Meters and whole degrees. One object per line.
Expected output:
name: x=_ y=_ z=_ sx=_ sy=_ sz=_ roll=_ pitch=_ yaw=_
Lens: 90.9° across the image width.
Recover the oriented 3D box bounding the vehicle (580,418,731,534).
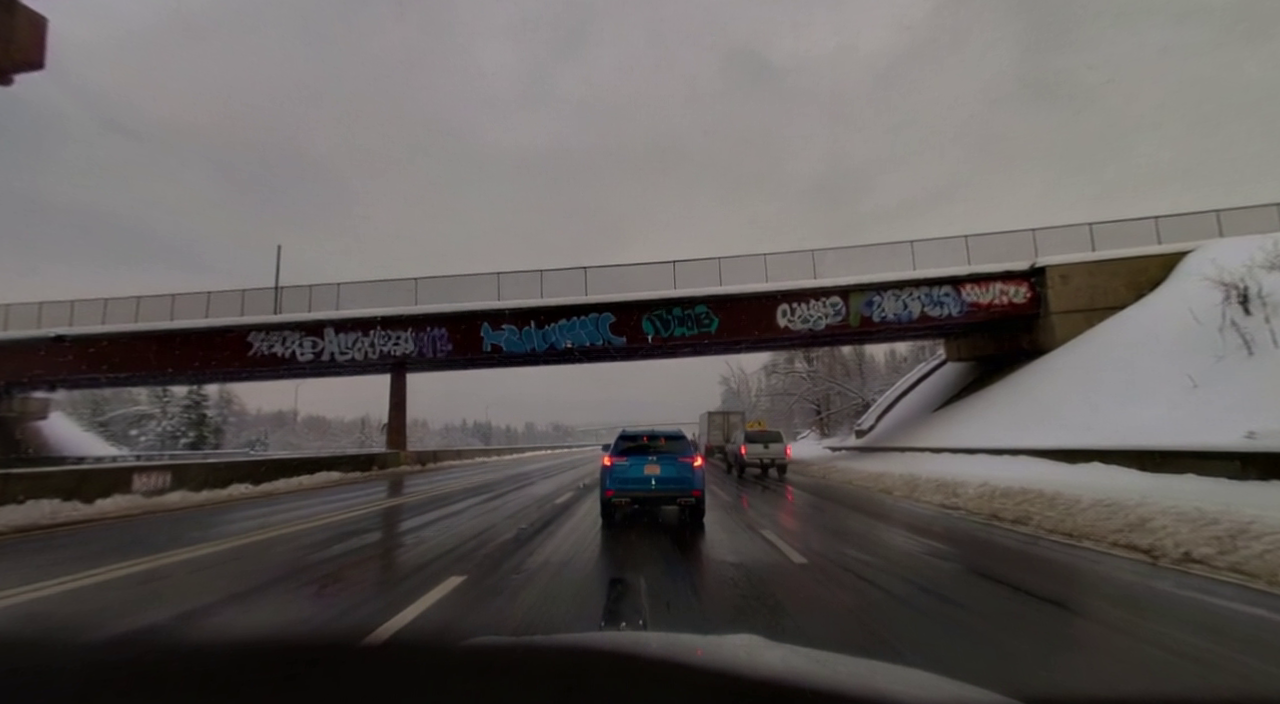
vehicle: x=0.260 y=2.092 z=11.185 sx=2.193 sy=1.651 sz=3.946 roll=0 pitch=-8 yaw=1

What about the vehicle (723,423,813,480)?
vehicle: x=4.761 y=3.824 z=24.495 sx=2.311 sy=1.922 sz=5.977 roll=0 pitch=-8 yaw=1
